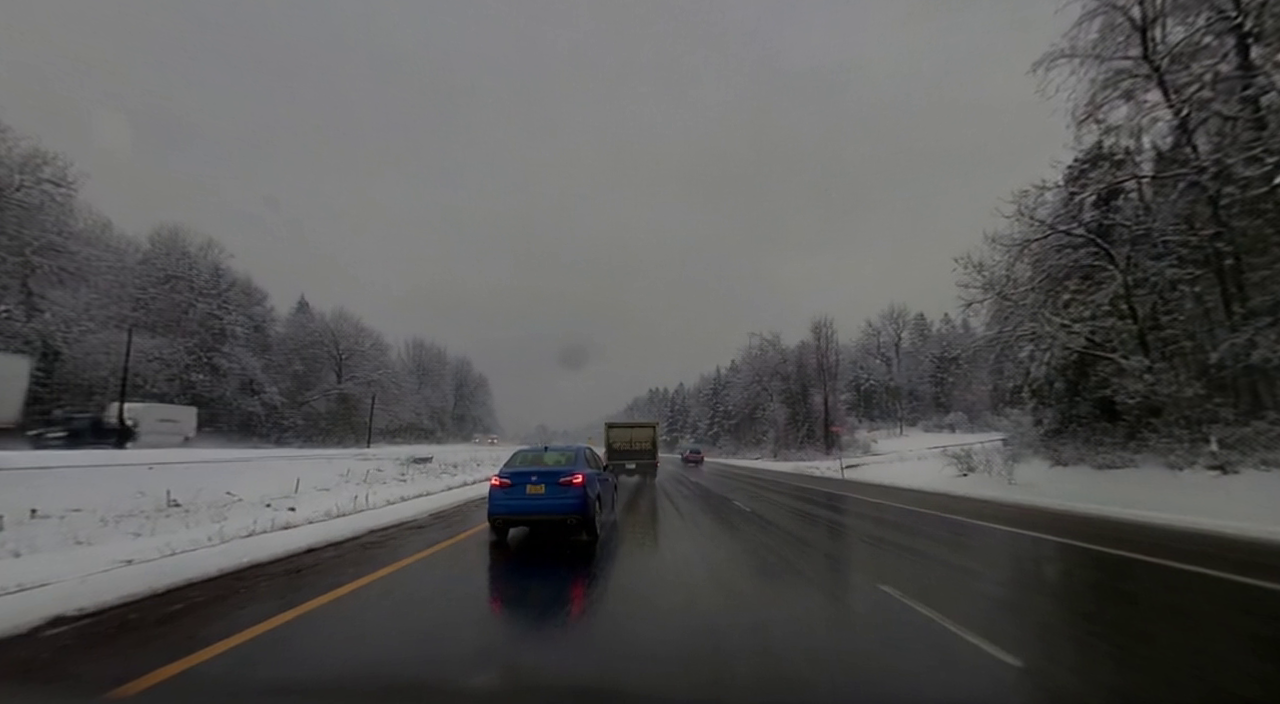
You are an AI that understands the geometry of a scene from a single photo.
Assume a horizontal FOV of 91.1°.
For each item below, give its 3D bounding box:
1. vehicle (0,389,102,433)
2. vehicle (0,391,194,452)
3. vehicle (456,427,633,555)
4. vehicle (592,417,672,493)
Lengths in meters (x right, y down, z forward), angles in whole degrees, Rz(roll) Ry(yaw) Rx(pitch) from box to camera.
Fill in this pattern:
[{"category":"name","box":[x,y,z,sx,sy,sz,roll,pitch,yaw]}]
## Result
[{"category":"vehicle","box":[-24.526,2.459,25.469,1.877,1.545,4.125,0,-9,-3]},{"category":"vehicle","box":[-24.620,3.276,28.069,2.936,2.251,9.653,0,-9,-4]},{"category":"vehicle","box":[-1.227,2.050,9.845,2.038,1.582,3.729,-1,-9,2]},{"category":"vehicle","box":[-0.250,3.482,21.391,2.389,2.257,4.545,0,-9,0]}]
